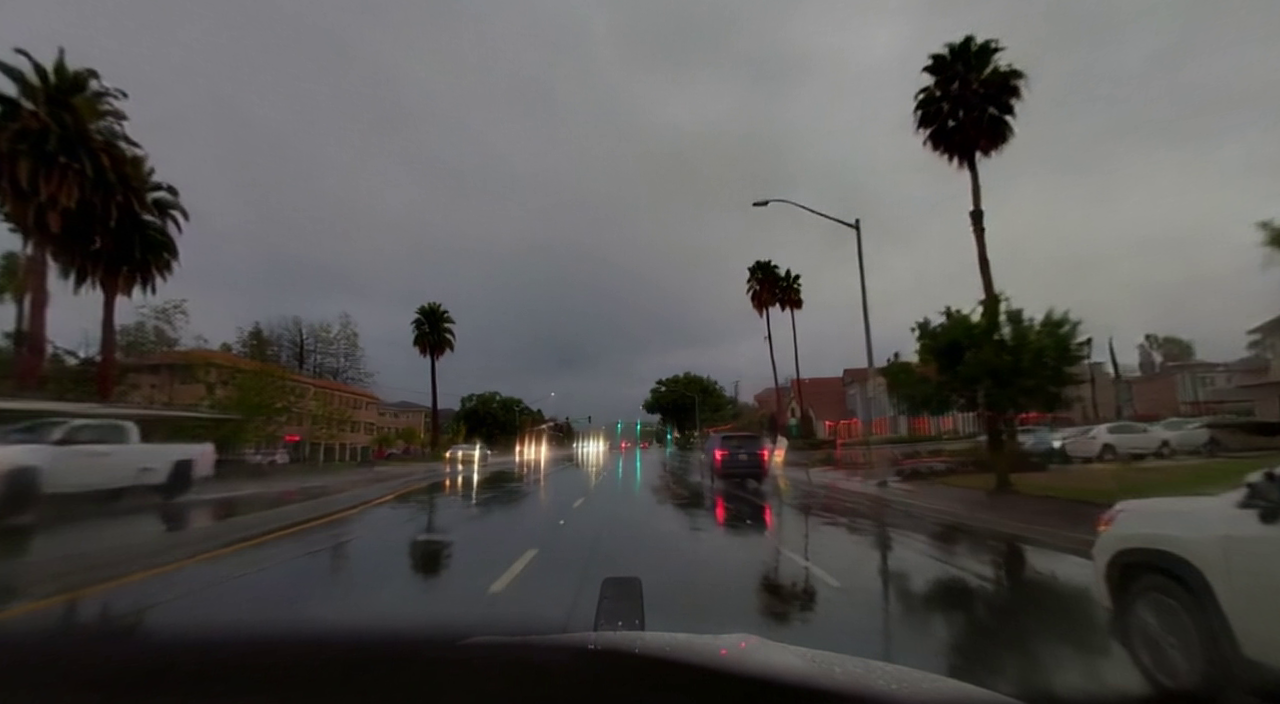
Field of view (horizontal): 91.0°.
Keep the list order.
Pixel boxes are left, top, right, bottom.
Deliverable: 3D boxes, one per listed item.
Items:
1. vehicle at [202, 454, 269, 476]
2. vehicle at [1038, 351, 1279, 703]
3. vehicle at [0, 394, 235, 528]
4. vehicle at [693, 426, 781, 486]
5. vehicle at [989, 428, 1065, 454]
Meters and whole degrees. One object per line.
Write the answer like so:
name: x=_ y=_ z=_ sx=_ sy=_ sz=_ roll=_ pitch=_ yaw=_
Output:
vehicle: x=-30.066 y=8.403 z=46.964 sx=1.820 sy=1.454 sz=4.709 roll=0 pitch=-8 yaw=0
vehicle: x=3.632 y=0.748 z=1.890 sx=2.084 sy=1.682 sz=4.148 roll=0 pitch=-8 yaw=-1
vehicle: x=-15.293 y=2.898 z=17.230 sx=3.083 sy=2.852 sz=7.976 roll=0 pitch=-8 yaw=0
vehicle: x=3.330 y=3.708 z=22.696 sx=2.244 sy=1.901 sz=4.561 roll=0 pitch=-8 yaw=-3
vehicle: x=23.973 y=5.561 z=39.130 sx=1.795 sy=1.516 sz=3.829 roll=2 pitch=-9 yaw=-13
